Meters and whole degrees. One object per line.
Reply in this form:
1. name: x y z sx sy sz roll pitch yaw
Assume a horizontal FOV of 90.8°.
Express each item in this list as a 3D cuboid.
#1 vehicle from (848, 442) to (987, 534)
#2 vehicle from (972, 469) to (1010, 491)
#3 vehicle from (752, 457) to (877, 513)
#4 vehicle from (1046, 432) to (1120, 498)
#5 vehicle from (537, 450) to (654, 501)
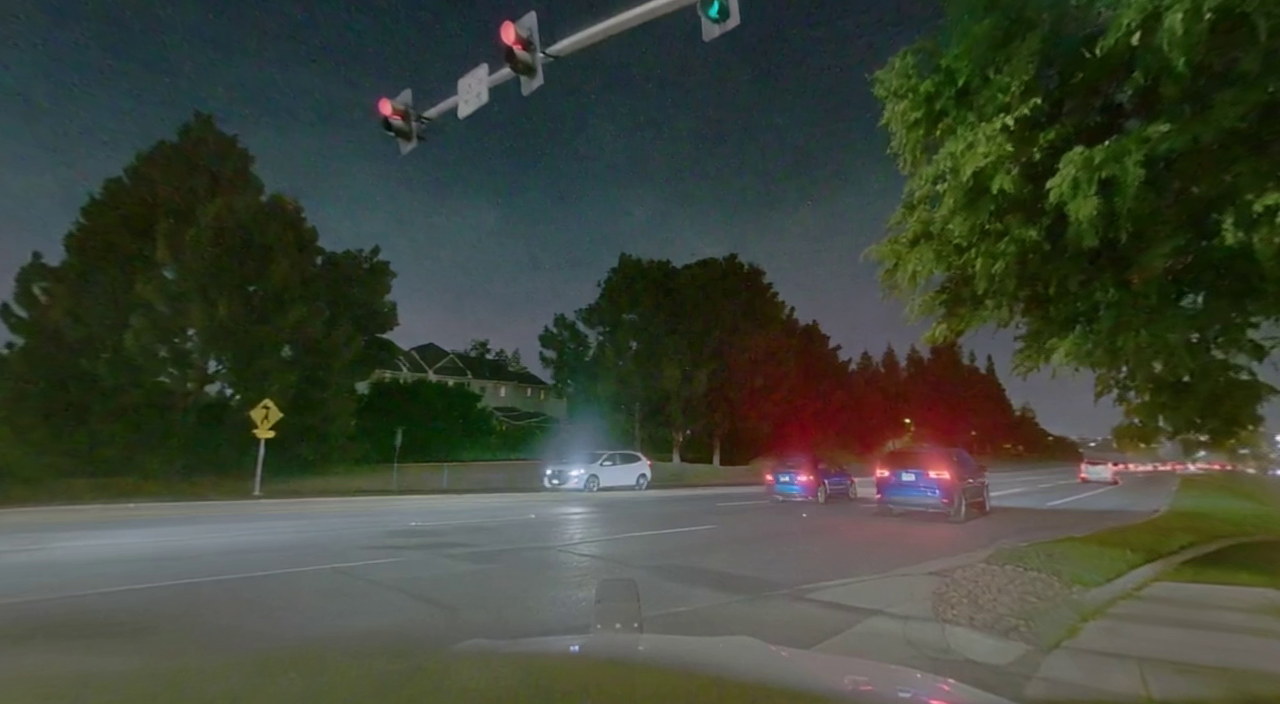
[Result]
1. vehicle: 6.792 3.111 15.212 2.125 1.830 4.370 -6 -10 35
2. vehicle: 27.095 9.829 48.661 1.822 1.491 4.237 -7 -11 37
3. vehicle: 5.981 4.384 21.370 2.123 1.592 4.505 -8 -12 43
4. vehicle: 32.315 8.044 45.848 2.945 4.155 10.649 -7 -11 40
5. vehicle: -1.716 4.934 25.680 1.973 1.826 4.538 -8 -12 43
